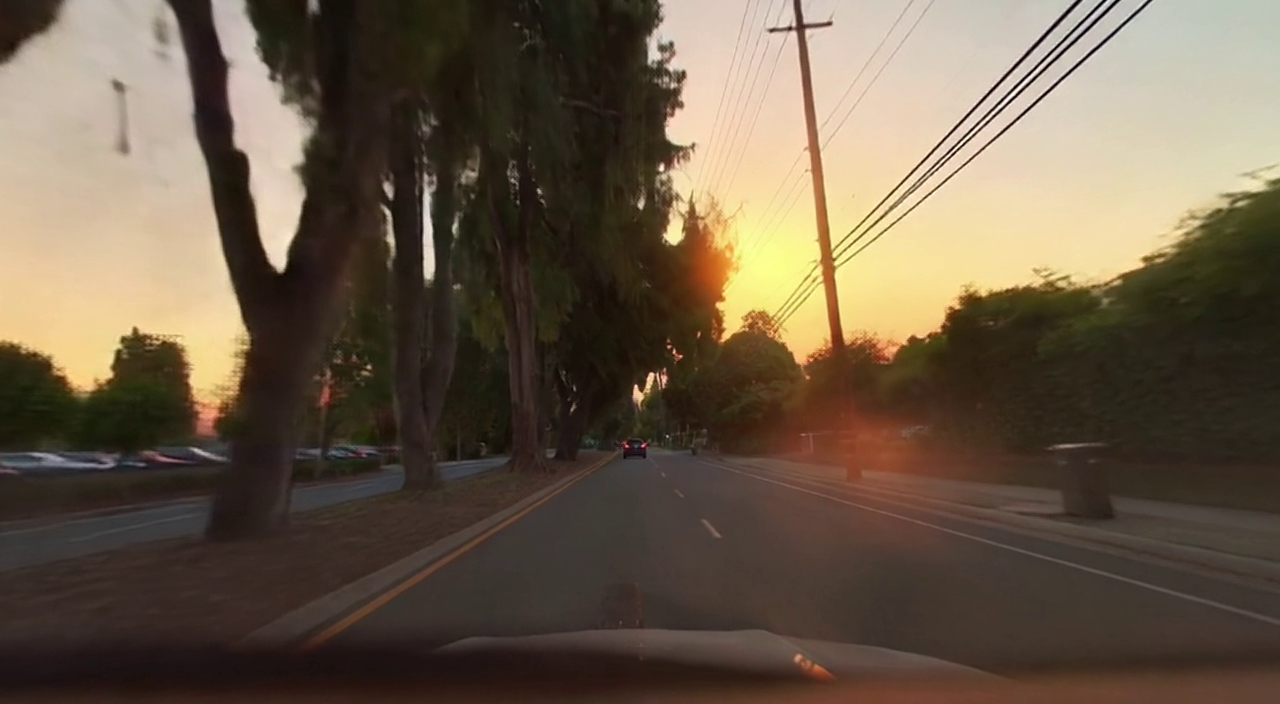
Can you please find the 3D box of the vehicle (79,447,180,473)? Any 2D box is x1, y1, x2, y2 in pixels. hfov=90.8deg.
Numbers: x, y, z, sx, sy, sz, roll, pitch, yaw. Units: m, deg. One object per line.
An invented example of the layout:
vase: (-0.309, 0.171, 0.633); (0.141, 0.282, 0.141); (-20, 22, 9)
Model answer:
vehicle: (-34.131, 7.213, 42.354); (4.662, 1.660, 2.312); (0, -8, -2)

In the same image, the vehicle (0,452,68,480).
vehicle: (-34.306, 6.220, 34.610); (4.052, 1.467, 1.937); (0, -9, 1)
